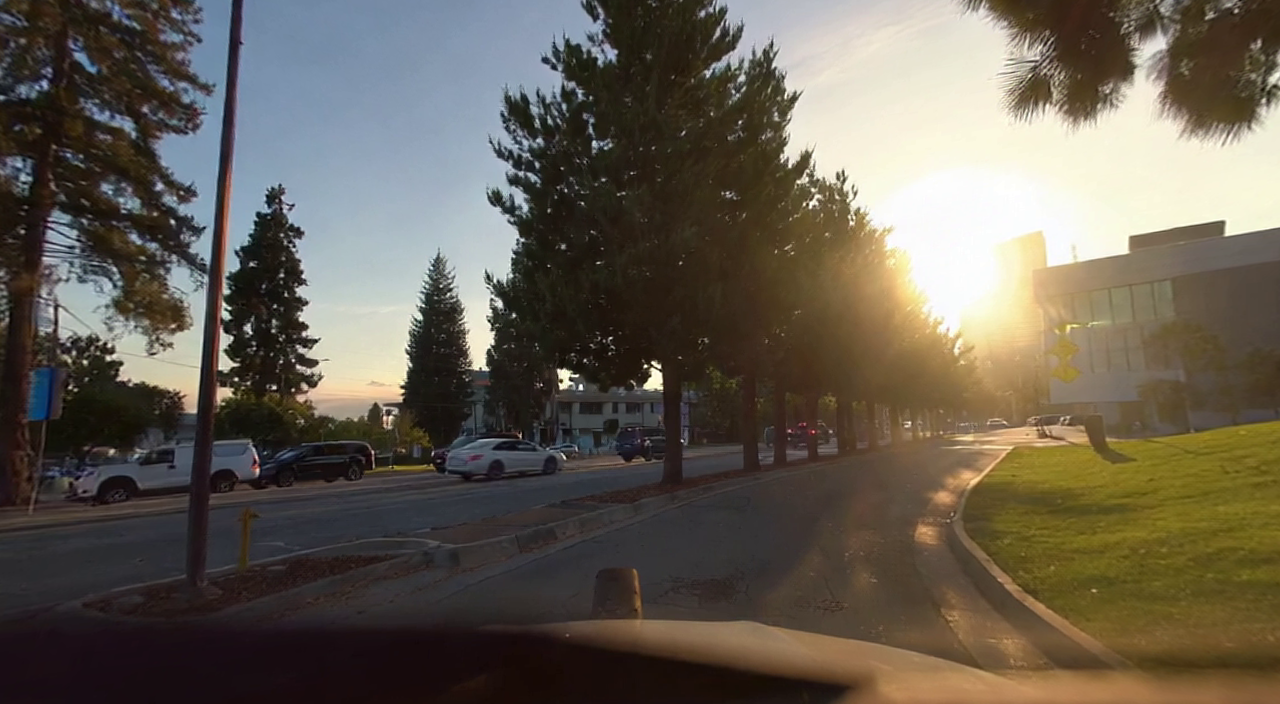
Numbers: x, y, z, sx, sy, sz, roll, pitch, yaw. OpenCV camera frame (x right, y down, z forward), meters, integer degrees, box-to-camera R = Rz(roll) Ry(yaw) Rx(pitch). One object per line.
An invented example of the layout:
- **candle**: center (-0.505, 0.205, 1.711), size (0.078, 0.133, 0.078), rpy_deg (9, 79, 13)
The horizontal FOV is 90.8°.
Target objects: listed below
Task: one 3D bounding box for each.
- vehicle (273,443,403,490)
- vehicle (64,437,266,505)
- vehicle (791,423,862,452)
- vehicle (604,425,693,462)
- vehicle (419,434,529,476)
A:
- **vehicle**: center (-12.307, 4.618, 26.000), size (1.904, 1.719, 4.326), rpy_deg (-6, -10, 37)
- **vehicle**: center (-15.756, 3.906, 21.270), size (2.294, 2.000, 4.788), rpy_deg (-7, -10, 33)
- **vehicle**: center (11.514, 5.243, 38.747), size (1.949, 1.640, 5.372), rpy_deg (-7, -10, 42)
- **vehicle**: center (0.598, 5.047, 35.029), size (2.195, 1.909, 5.353), rpy_deg (-5, -10, 37)
- **vehicle**: center (-8.213, 5.098, 31.732), size (2.134, 1.924, 4.911), rpy_deg (-7, -10, 41)
